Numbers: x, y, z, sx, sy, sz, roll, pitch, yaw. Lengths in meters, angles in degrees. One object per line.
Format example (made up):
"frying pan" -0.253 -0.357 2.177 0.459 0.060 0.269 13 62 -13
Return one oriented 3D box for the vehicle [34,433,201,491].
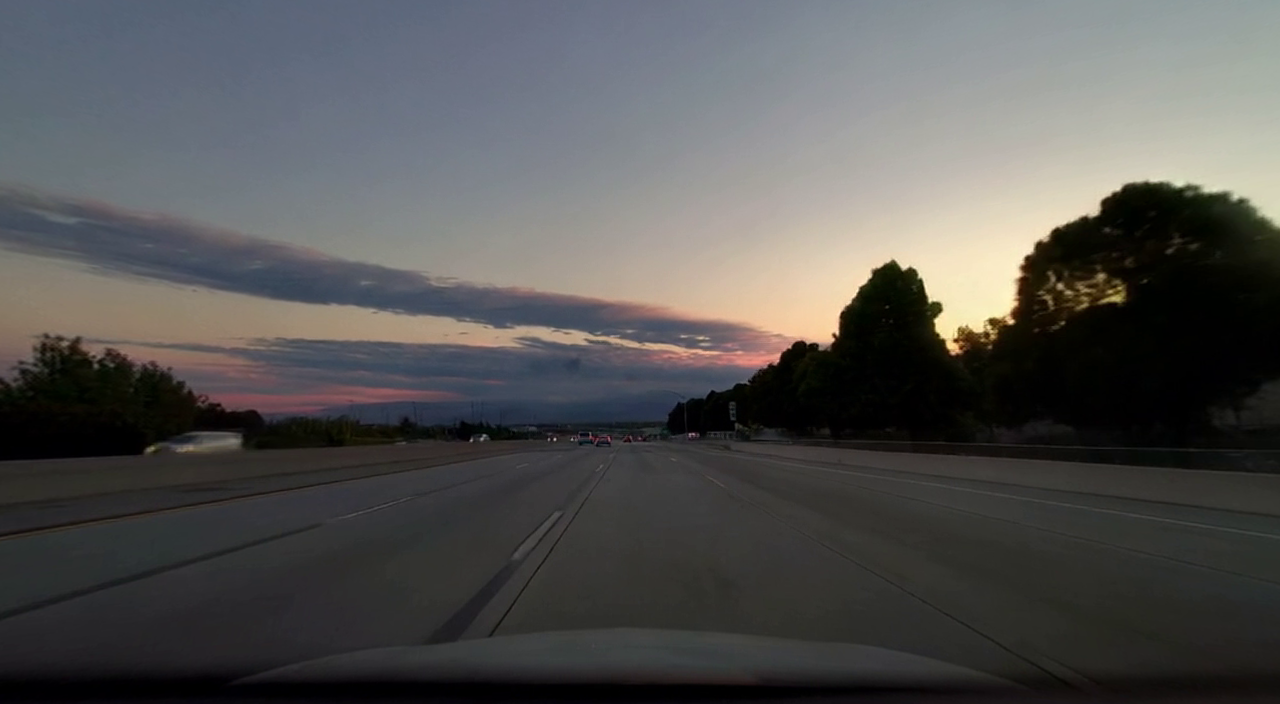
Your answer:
"vehicle" -18.994 3.967 23.233 2.079 1.881 4.761 0 -8 0
